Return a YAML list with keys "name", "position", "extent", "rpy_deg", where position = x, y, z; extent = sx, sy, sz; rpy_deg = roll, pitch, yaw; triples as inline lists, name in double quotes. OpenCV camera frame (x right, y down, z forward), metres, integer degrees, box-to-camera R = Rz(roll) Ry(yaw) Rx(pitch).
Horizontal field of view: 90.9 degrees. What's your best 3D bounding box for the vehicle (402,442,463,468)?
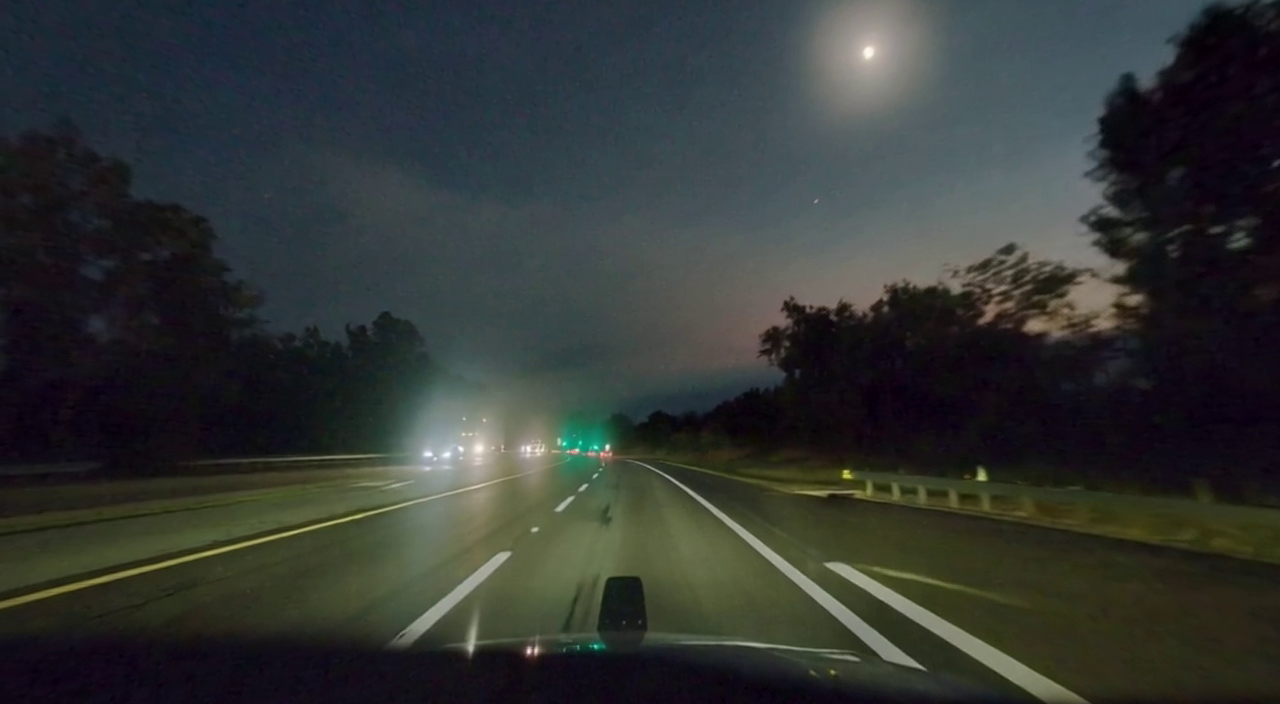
- name: "vehicle"
  position: [-12.999, 6.475, 39.714]
  extent: [2.540, 1.509, 4.188]
  rpy_deg: [0, -9, -2]
